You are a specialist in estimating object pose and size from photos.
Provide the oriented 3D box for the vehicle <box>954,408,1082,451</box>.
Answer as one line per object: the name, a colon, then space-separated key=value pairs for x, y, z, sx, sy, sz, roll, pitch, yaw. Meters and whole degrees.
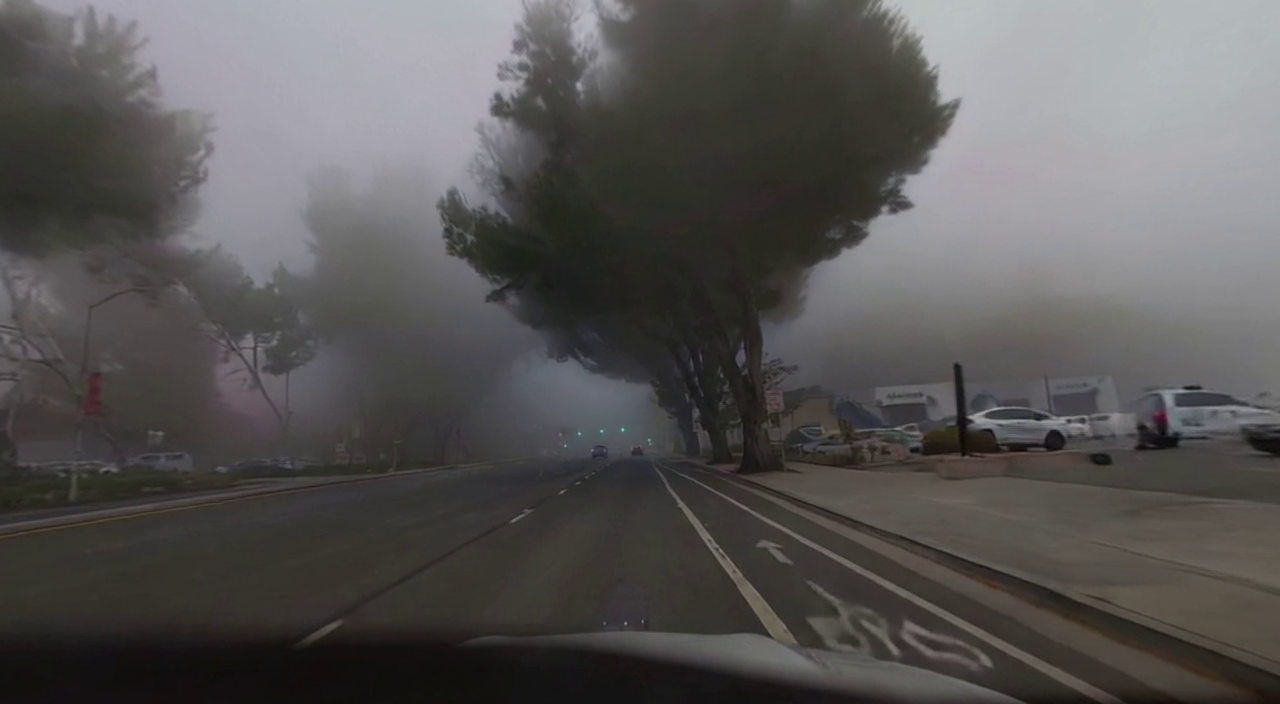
vehicle: x=13.041 y=2.709 z=21.865 sx=3.375 sy=1.411 sz=1.561 roll=0 pitch=-9 yaw=0

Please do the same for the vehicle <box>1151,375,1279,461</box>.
vehicle: x=12.741 y=1.207 z=12.396 sx=3.795 sy=1.485 sz=1.698 roll=-4 pitch=-8 yaw=-2

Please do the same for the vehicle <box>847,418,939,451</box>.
vehicle: x=12.525 y=4.119 z=31.341 sx=3.742 sy=1.560 sz=1.822 roll=-1 pitch=-9 yaw=1
